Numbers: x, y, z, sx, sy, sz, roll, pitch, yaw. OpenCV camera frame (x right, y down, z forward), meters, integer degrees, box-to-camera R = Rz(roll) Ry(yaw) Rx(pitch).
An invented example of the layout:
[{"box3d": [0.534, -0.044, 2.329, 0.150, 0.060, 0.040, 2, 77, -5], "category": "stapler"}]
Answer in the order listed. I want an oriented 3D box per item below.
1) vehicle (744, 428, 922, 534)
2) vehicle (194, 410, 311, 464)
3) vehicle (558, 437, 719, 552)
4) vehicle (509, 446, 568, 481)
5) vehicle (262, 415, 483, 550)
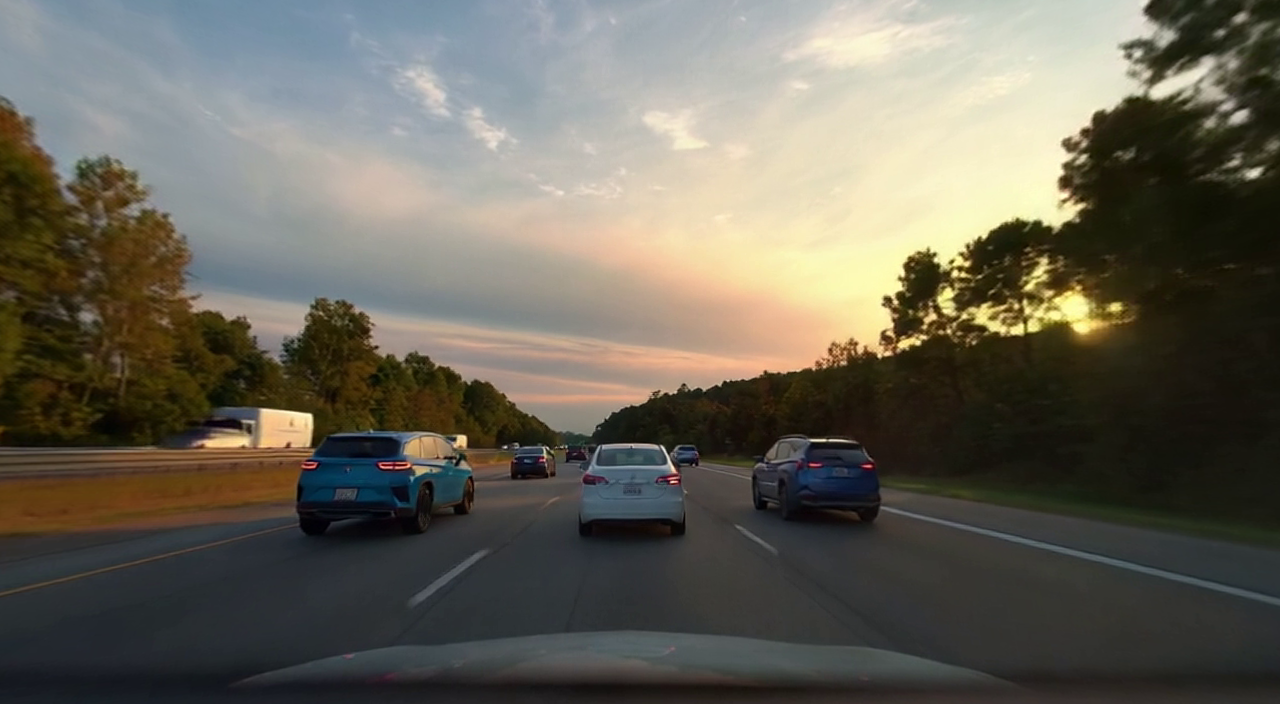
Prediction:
[{"box3d": [3.488, 2.423, 12.378, 1.996, 1.688, 4.207, 0, -9, -2], "category": "vehicle"}, {"box3d": [-21.081, 4.762, 34.790, 2.417, 2.689, 6.486, 0, -9, -2], "category": "vehicle"}, {"box3d": [-0.093, 2.201, 10.443, 2.120, 1.478, 4.179, 0, -9, -2], "category": "vehicle"}, {"box3d": [-4.557, 5.057, 28.834, 2.122, 1.491, 3.800, 0, -9, -1], "category": "vehicle"}, {"box3d": [-3.941, 1.989, 10.190, 1.830, 1.703, 4.142, 0, -9, -1], "category": "vehicle"}]
